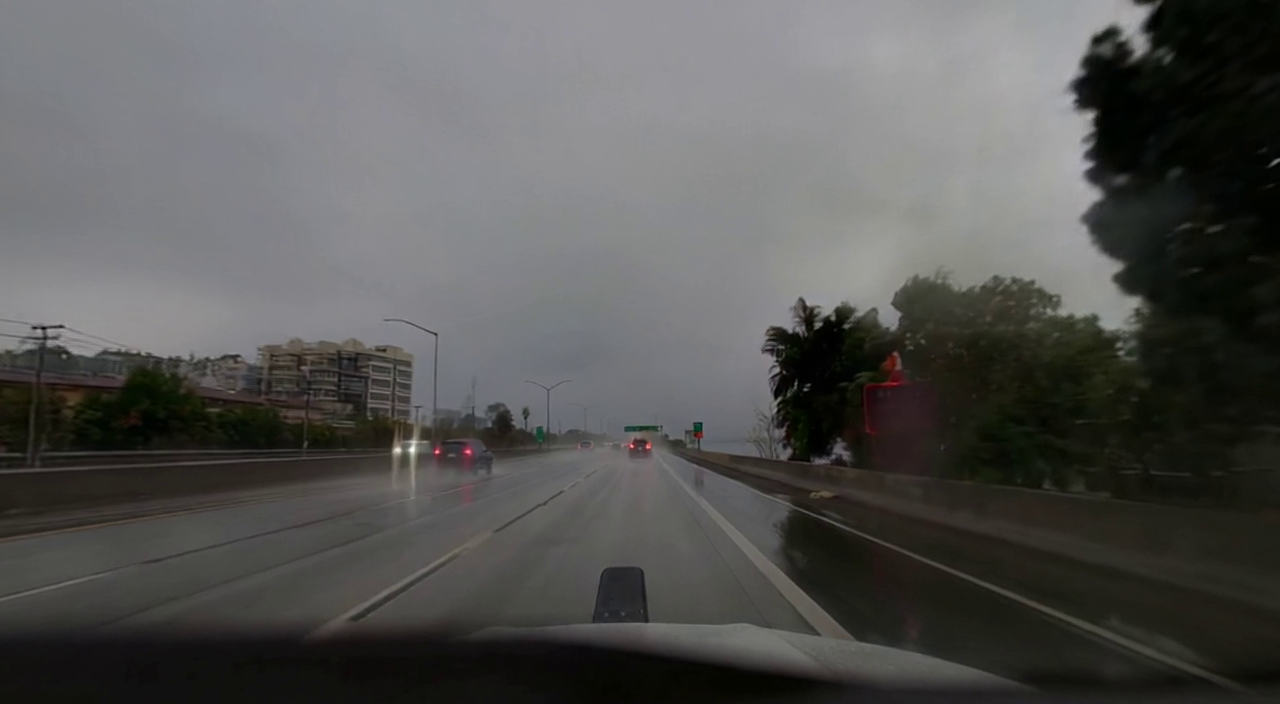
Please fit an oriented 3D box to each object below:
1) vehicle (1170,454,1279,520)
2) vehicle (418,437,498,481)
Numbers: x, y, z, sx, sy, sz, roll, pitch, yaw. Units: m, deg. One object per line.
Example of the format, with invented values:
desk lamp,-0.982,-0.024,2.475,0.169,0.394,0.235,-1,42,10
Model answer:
vehicle,19.980,4.183,19.782,4.533,1.883,2.245,-1,-9,4
vehicle,-7.179,4.237,25.282,1.946,1.590,4.042,0,-9,1
